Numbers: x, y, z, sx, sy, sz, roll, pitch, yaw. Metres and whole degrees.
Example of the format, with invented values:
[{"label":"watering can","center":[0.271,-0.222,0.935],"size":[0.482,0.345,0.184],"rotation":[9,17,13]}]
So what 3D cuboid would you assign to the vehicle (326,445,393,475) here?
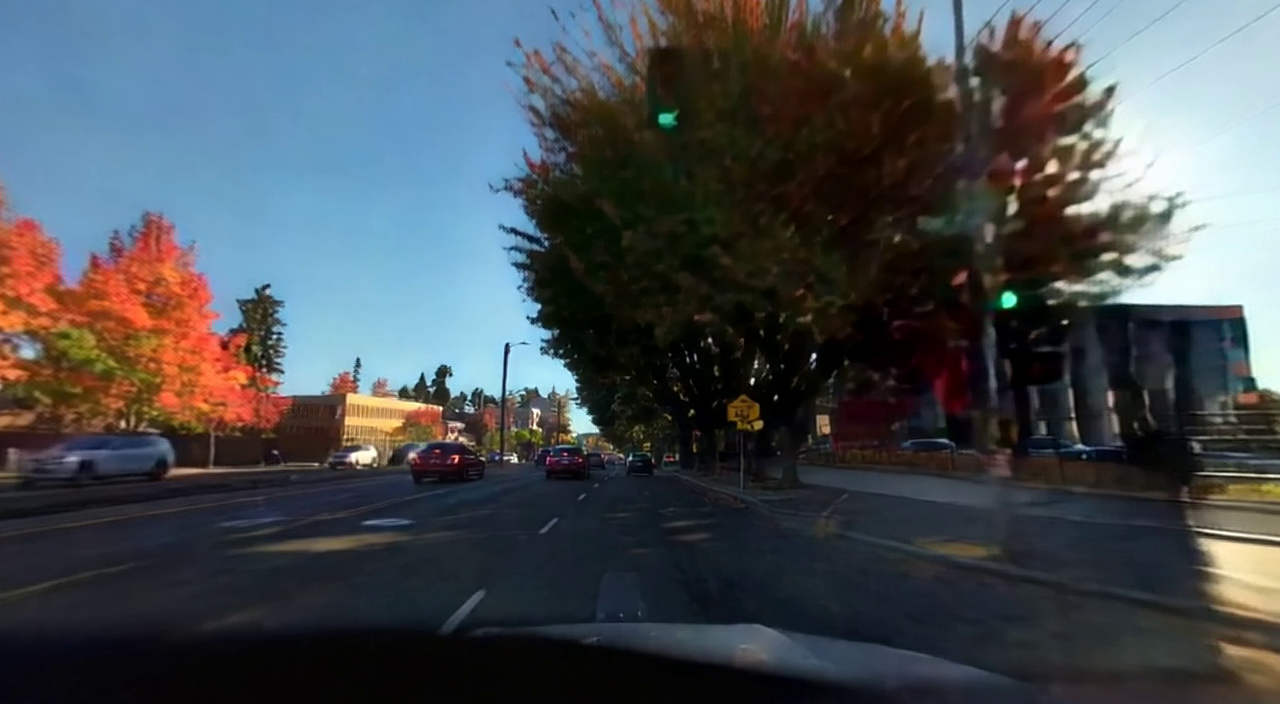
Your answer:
[{"label":"vehicle","center":[-15.589,5.999,35.227],"size":[1.843,1.520,3.995],"rotation":[0,-9,1]}]

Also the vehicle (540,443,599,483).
[{"label":"vehicle","center":[-3.196,5.142,29.468],"size":[2.085,1.663,4.513],"rotation":[0,-9,2]}]

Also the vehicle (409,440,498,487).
[{"label":"vehicle","center":[-6.883,4.154,23.768],"size":[1.932,1.596,4.247],"rotation":[0,-9,1]}]

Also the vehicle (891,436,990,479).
[{"label":"vehicle","center":[13.340,4.660,28.246],"size":[1.862,1.559,3.959],"rotation":[-3,-6,-11]}]

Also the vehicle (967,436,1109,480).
[{"label":"vehicle","center":[14.659,3.918,23.503],"size":[1.826,1.474,4.254],"rotation":[3,-9,-16]}]

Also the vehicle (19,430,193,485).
[{"label":"vehicle","center":[-19.552,3.897,23.473],"size":[2.118,1.798,4.923],"rotation":[1,-9,0]}]
